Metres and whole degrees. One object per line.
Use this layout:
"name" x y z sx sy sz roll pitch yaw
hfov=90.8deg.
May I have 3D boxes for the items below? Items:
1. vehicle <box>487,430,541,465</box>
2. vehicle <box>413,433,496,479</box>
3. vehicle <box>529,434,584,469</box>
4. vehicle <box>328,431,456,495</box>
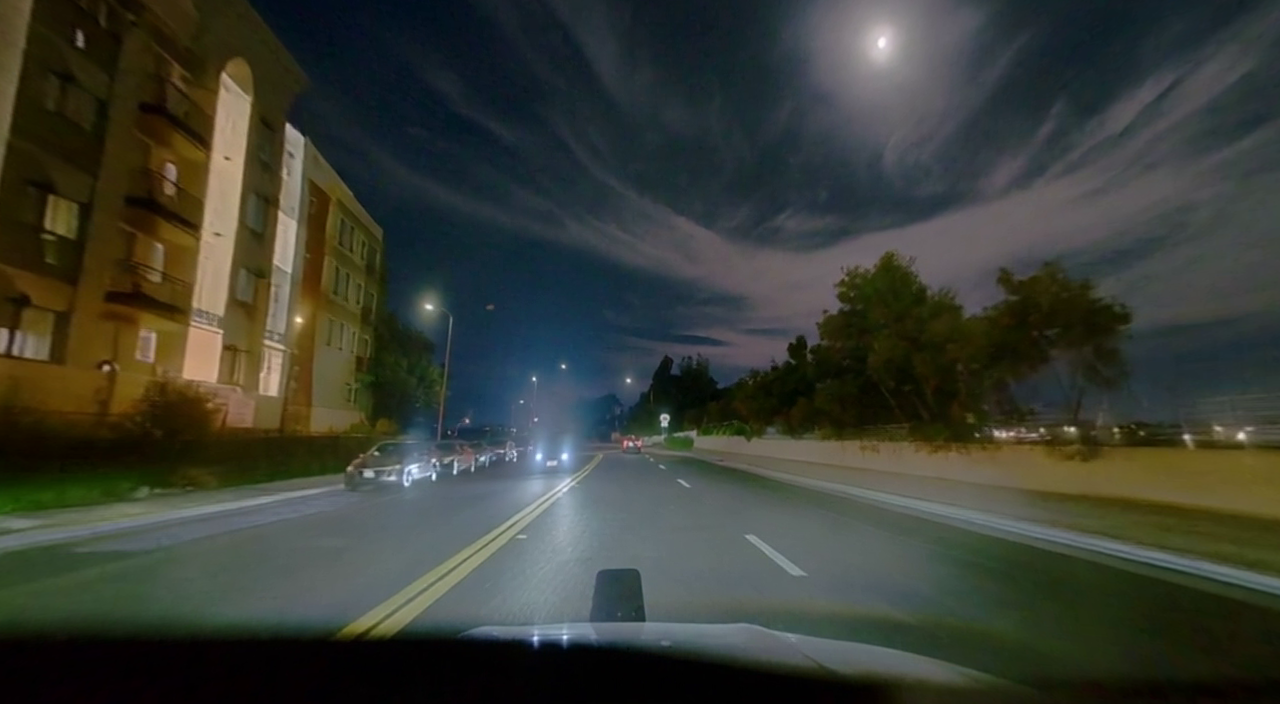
"vehicle" -7.379 5.615 37.426 2.098 1.851 4.817 2 -7 1
"vehicle" -7.129 4.050 24.790 1.878 1.572 4.621 1 -9 0
"vehicle" -4.117 5.006 32.006 2.170 1.631 4.299 0 -9 1
"vehicle" -7.106 3.216 18.698 1.913 1.560 4.513 2 -8 0
